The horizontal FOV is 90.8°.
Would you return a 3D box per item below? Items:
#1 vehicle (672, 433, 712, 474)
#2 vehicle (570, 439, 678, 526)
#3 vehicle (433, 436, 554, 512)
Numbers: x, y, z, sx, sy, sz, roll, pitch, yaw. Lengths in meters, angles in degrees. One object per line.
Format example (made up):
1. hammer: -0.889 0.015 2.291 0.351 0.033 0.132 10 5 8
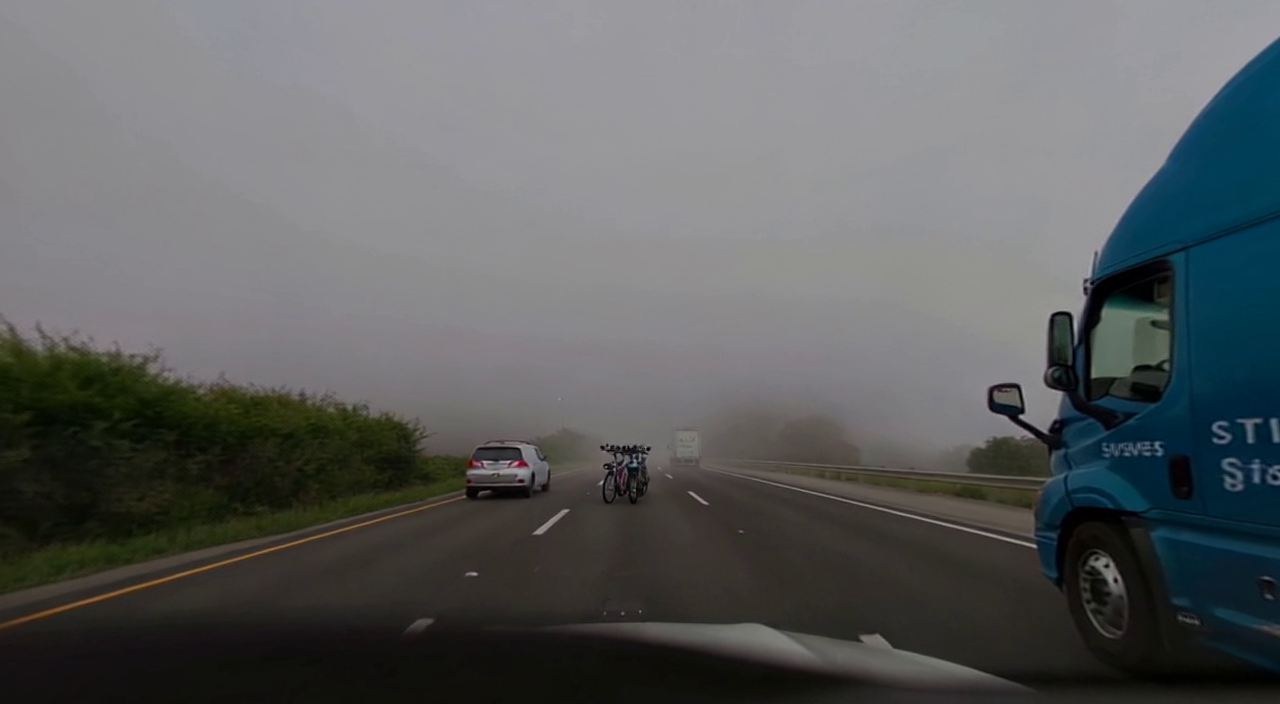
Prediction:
1. vehicle: 3.513 7.034 43.745 2.234 2.679 5.372 0 -9 -1
2. vehicle: -0.291 2.672 13.348 1.973 1.574 3.426 0 -9 0
3. vehicle: -3.578 3.090 16.392 1.985 1.671 4.604 0 -9 0
